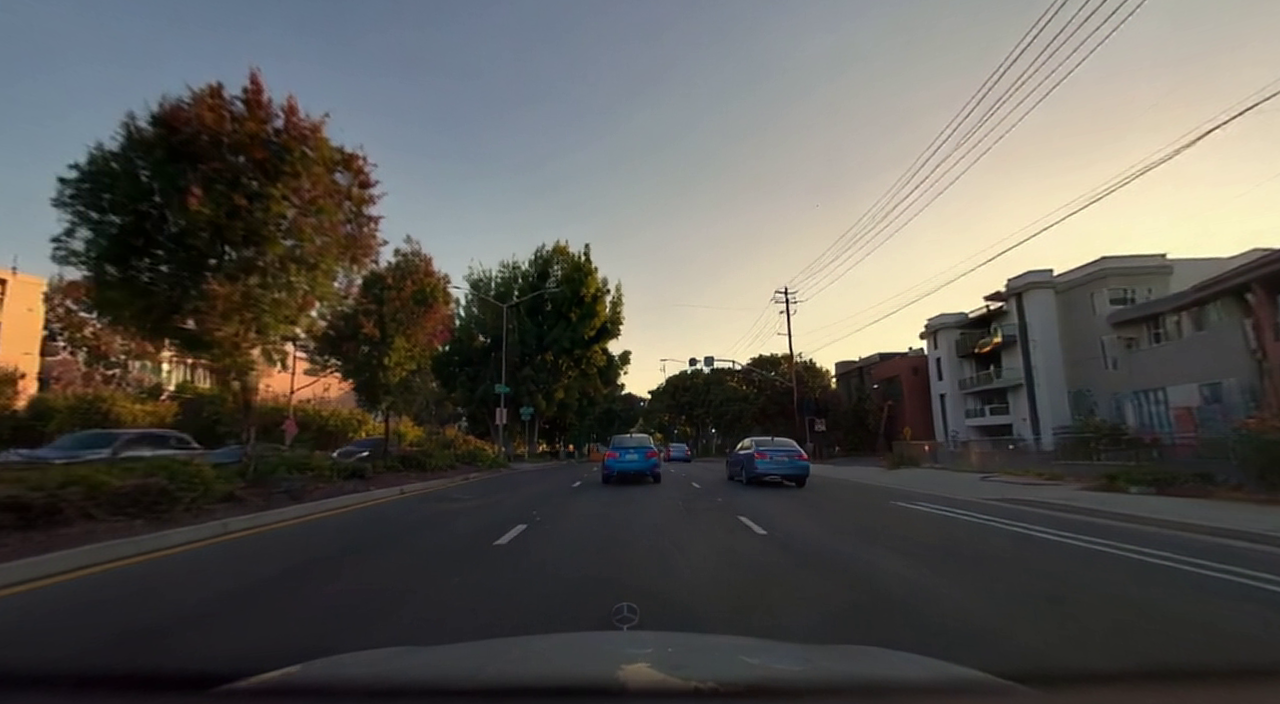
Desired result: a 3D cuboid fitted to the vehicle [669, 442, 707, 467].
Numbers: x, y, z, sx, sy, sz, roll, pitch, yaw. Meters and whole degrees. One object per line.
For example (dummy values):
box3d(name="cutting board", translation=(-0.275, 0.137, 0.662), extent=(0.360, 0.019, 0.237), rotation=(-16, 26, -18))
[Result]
box3d(name="vehicle", translation=(3.082, 6.678, 41.354), extent=(2.054, 1.461, 4.321), rotation=(0, -8, -1))

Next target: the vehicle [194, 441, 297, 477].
box3d(name="vehicle", translation=(-17.841, 4.819, 28.858), extent=(1.826, 1.482, 4.561), rotation=(0, -8, -1))

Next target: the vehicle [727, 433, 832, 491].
box3d(name="vehicle", translation=(4.076, 3.285, 19.273), extent=(2.086, 1.534, 4.351), rotation=(0, -8, -2))

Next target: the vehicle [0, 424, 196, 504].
box3d(name="vehicle", translation=(-14.037, 2.785, 16.200), extent=(2.064, 1.745, 4.495), rotation=(0, -8, -1))

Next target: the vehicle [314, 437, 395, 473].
box3d(name="vehicle", translation=(-14.390, 5.194, 32.194), extent=(2.064, 1.676, 4.332), rotation=(-1, -8, 0))

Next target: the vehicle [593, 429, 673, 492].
box3d(name="vehicle", translation=(-0.229, 3.096, 18.398), extent=(2.073, 1.606, 3.933), rotation=(0, -8, -1))
